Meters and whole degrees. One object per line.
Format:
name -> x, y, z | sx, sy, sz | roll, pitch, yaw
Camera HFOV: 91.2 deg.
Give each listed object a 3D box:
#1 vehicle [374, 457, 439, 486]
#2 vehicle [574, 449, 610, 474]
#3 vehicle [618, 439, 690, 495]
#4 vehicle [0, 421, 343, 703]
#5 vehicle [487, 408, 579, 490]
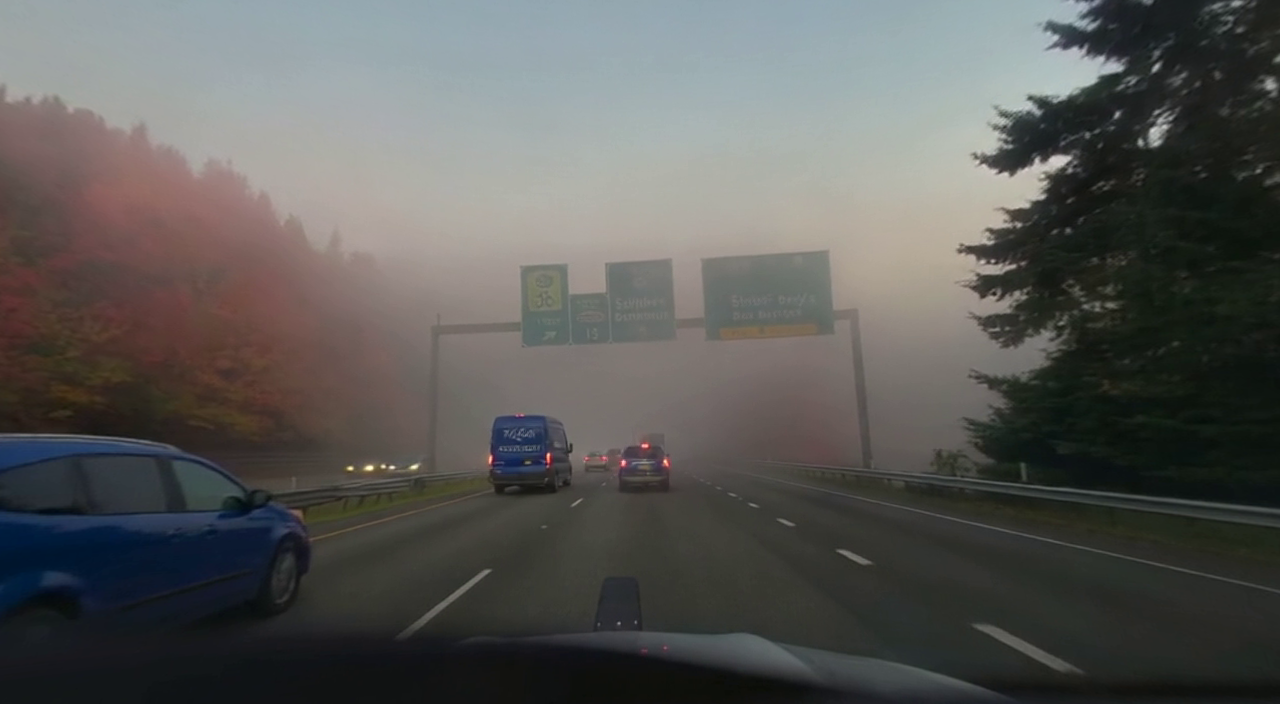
vehicle -> -13.863, 7.095, 37.505 | 1.980, 1.542, 4.644 | 0, -9, 2
vehicle -> -3.109, 7.233, 41.556 | 2.015, 1.496, 4.312 | 0, -9, 1
vehicle -> 0.476, 3.857, 21.303 | 2.195, 1.679, 4.070 | 0, -9, 1
vehicle -> -3.780, 1.224, 3.795 | 1.977, 1.485, 3.973 | 0, -9, 0
vehicle -> -3.797, 3.645, 23.572 | 2.275, 2.692, 5.810 | -1, -9, 2
